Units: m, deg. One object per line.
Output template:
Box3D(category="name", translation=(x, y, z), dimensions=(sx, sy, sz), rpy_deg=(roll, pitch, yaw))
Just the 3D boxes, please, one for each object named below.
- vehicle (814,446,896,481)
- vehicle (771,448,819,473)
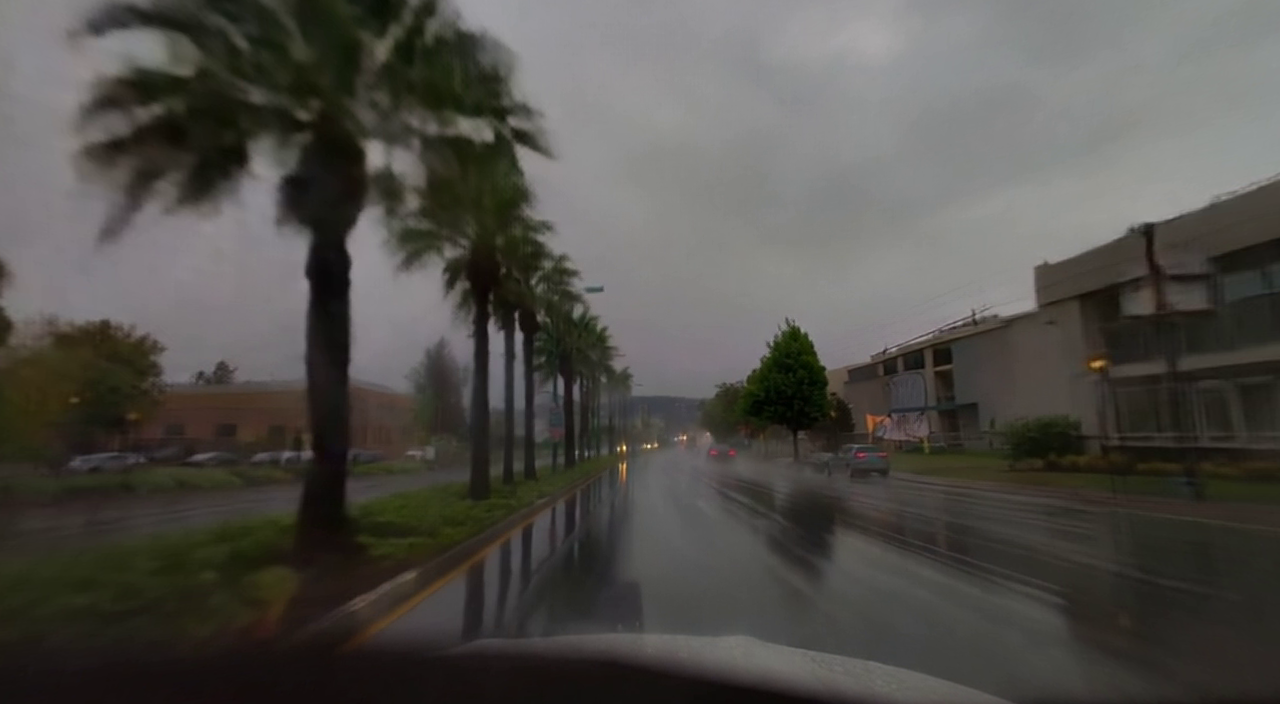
Box3D(category="vehicle", translation=(10.235, 5.336, 30.360), dimensions=(2.086, 1.545, 4.645), rpy_deg=(1, -9, -3))
Box3D(category="vehicle", translation=(10.055, 7.048, 41.109), dimensions=(1.875, 1.491, 4.780), rpy_deg=(0, -9, 0))
